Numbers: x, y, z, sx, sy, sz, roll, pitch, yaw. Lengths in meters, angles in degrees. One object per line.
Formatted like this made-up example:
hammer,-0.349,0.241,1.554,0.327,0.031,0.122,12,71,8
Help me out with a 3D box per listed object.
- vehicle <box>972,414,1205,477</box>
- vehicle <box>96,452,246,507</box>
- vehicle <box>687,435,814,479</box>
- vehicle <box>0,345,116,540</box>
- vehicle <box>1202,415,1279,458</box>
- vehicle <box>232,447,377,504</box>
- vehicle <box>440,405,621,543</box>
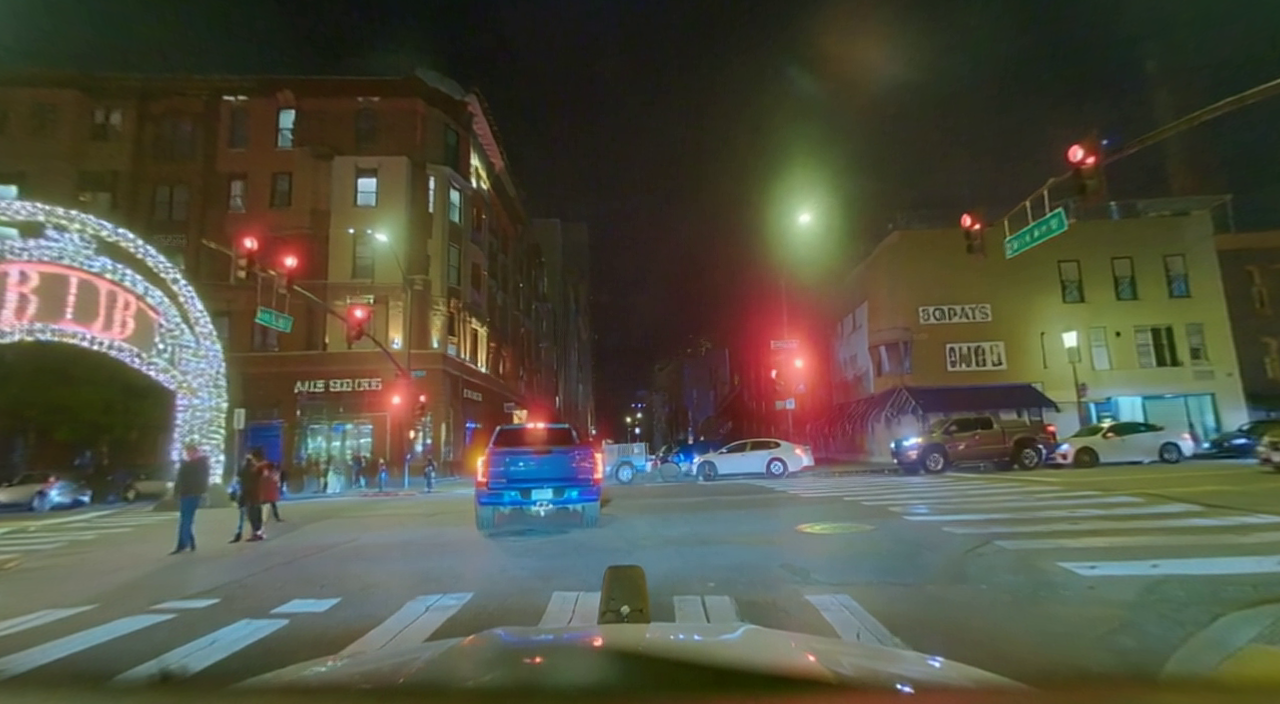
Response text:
vehicle,11.461,2.418,16.361,4.600,1.506,1.878,0,-8,-2
vehicle,-18.833,5.113,25.479,4.398,2.057,1.959,0,-8,-1
vehicle,4.108,3.995,24.082,4.515,1.583,1.920,0,-8,3
vehicle,-22.259,2.386,16.537,13.729,4.662,3.300,0,-8,0
vehicle,25.748,3.474,25.759,3.662,1.666,1.937,0,-8,-1
vehicle,-13.456,4.942,25.478,4.799,1.909,2.011,-3,-7,2
vehicle,-2.434,2.232,12.336,2.477,2.020,5.534,3,-9,-20
